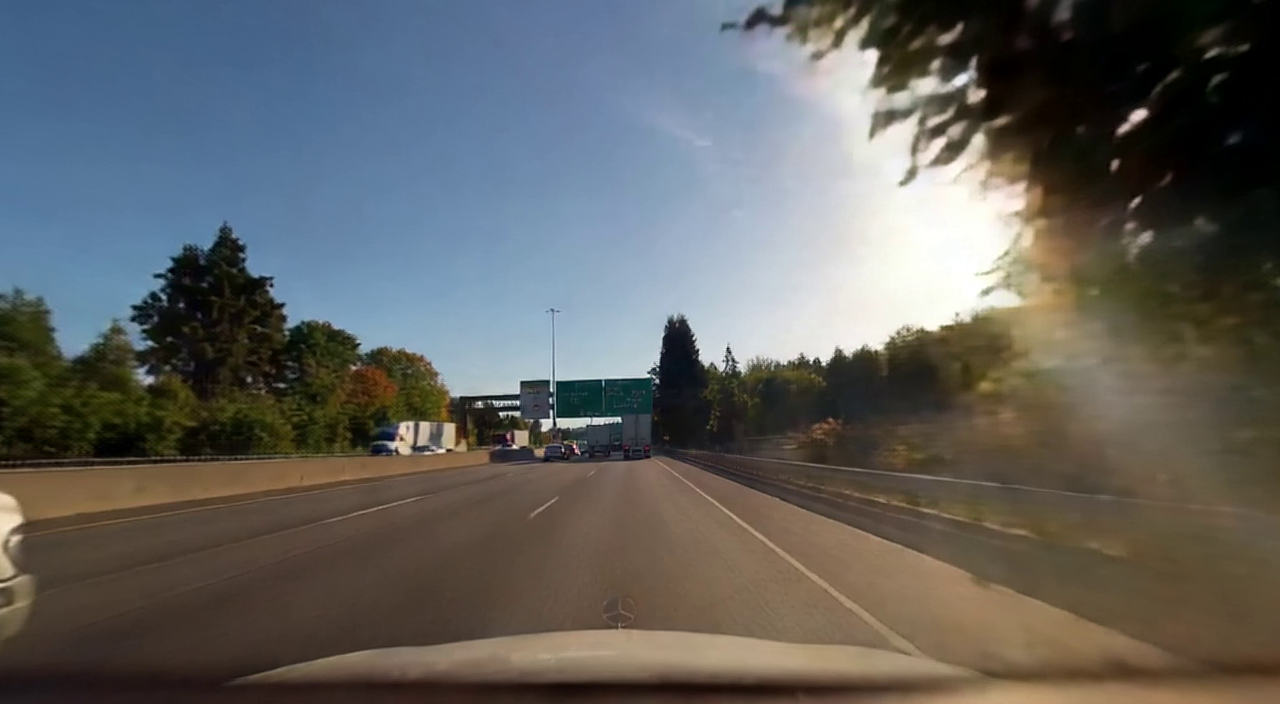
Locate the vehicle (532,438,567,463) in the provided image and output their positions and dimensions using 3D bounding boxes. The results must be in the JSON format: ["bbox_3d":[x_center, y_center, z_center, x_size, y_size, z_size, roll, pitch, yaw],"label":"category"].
[{"bbox_3d":[-7.125,7.776,49.891,2.127,1.839,4.984,0,-8,-1],"label":"vehicle"}]
